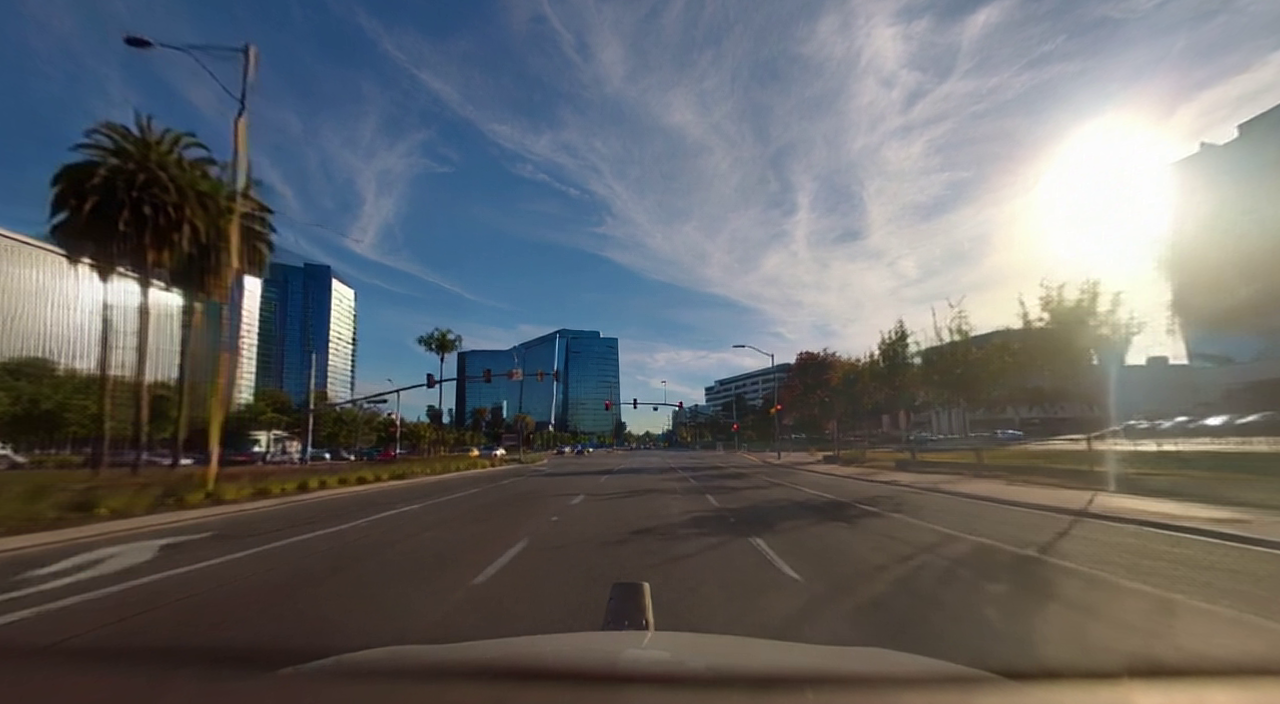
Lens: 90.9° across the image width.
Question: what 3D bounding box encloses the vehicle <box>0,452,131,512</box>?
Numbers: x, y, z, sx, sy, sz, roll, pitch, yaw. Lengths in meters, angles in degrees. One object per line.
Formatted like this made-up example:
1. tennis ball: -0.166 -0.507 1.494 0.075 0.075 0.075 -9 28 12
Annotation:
1. vehicle: -17.560 3.682 18.200 1.928 1.478 4.403 0 -8 1
